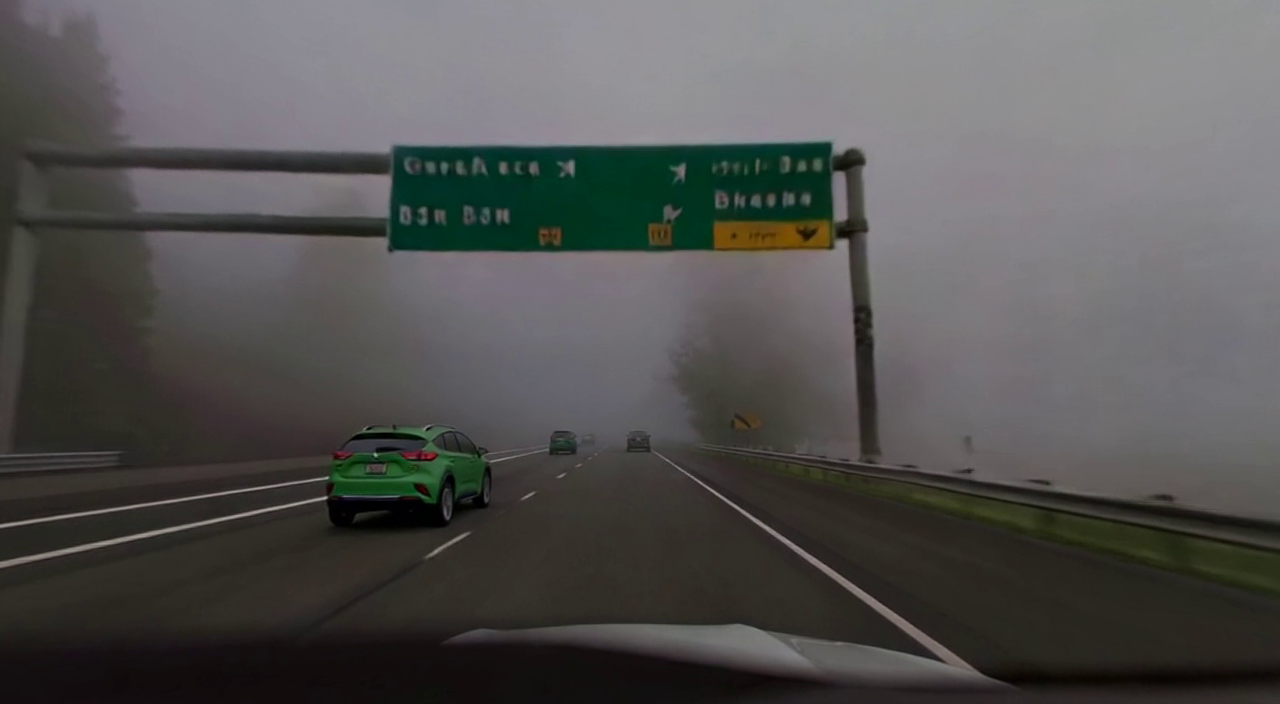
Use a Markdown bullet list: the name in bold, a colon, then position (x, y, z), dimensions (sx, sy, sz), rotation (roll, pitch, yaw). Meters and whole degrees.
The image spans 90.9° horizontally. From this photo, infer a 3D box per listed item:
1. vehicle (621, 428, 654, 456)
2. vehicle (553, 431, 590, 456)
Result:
- **vehicle**: position (-0.217, 6.181, 43.428), dimensions (2.170, 1.790, 4.490), rotation (0, -8, -1)
- **vehicle**: position (-4.577, 6.144, 42.536), dimensions (2.055, 1.610, 4.116), rotation (0, -8, 0)
